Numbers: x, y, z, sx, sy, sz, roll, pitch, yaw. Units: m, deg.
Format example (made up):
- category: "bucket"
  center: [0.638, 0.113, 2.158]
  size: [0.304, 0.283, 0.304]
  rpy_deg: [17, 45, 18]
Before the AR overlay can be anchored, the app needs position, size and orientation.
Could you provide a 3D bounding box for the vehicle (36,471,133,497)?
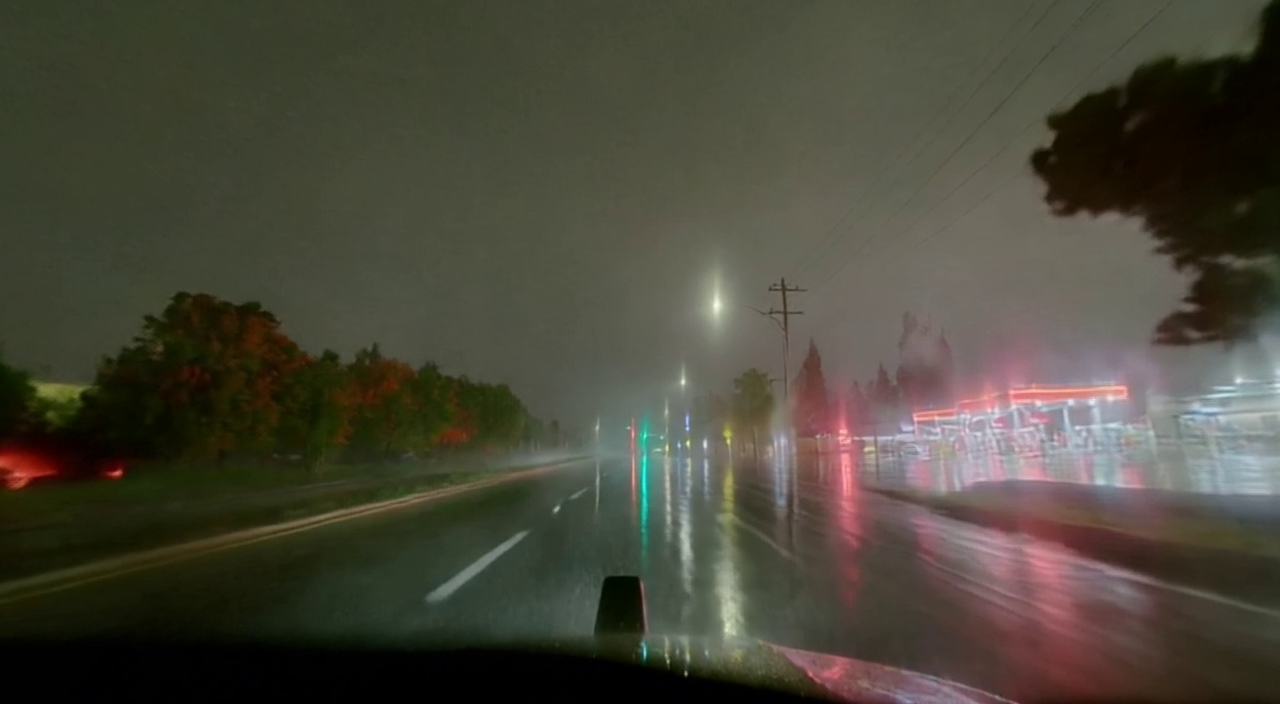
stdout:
- category: "vehicle"
  center: [-37.345, 8.889, 42.630]
  size: [1.964, 1.445, 4.518]
  rpy_deg: [-3, -9, 13]
